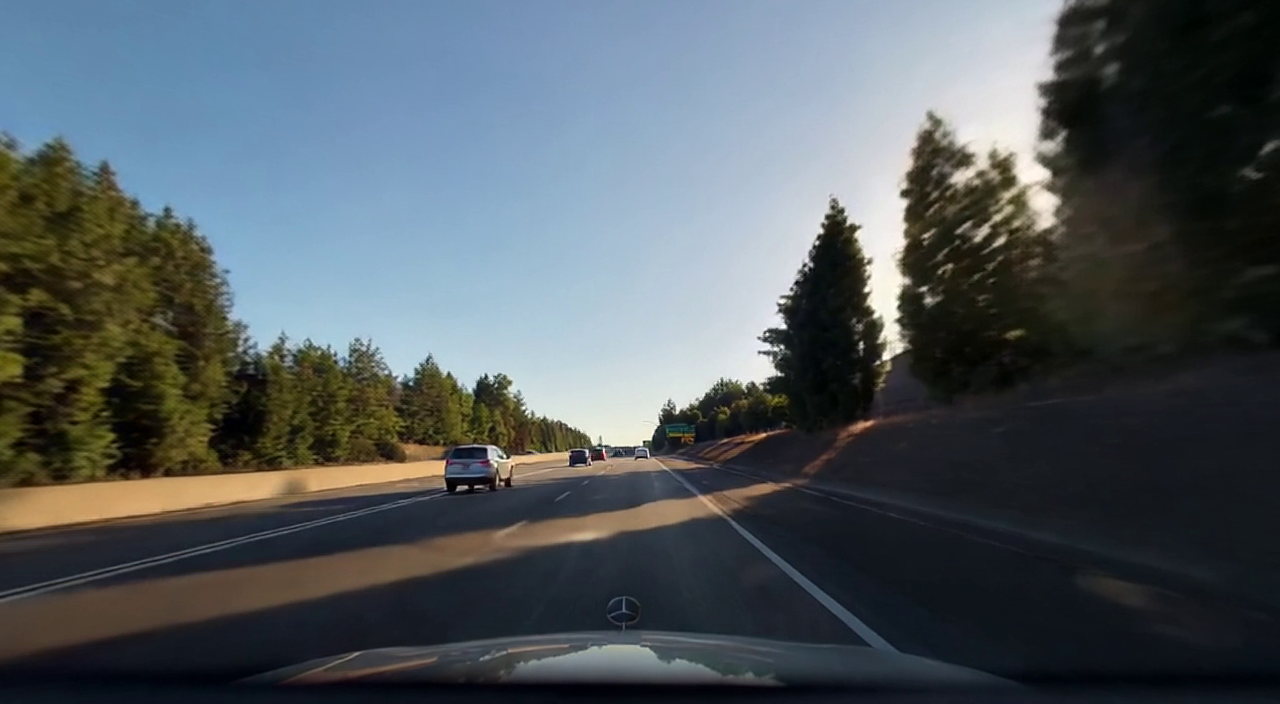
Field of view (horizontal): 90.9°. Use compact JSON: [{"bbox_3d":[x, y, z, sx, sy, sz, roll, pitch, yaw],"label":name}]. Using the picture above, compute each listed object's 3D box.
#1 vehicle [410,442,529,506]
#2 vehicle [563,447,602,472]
[{"bbox_3d":[-4.518,3.294,17.489,1.975,1.501,4.603,0,-9,1],"label":"vehicle"},{"bbox_3d":[-3.522,6.686,39.368,2.005,1.474,3.921,0,-9,1],"label":"vehicle"}]
